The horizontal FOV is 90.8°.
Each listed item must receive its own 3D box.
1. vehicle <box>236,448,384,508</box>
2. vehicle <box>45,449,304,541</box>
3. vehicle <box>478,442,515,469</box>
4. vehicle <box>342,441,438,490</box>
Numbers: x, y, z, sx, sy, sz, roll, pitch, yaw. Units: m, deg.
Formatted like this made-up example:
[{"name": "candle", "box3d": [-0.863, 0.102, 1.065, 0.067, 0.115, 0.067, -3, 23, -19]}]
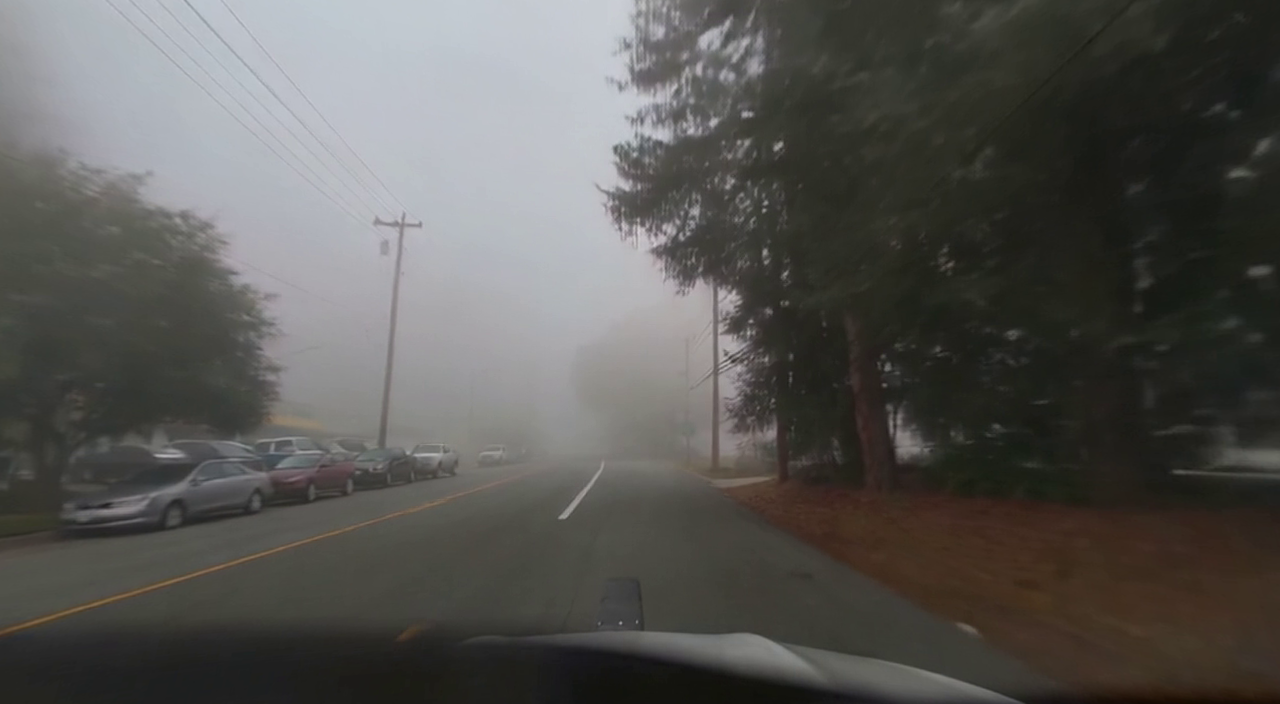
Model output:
[{"name": "vehicle", "box3d": [-9.216, 3.520, 18.204, 1.878, 1.471, 4.698, 0, -9, -2]}, {"name": "vehicle", "box3d": [-8.957, 2.729, 12.832, 1.939, 1.480, 4.632, 1, -9, -4]}, {"name": "vehicle", "box3d": [-10.604, 7.697, 47.145, 2.016, 1.872, 5.297, 1, -9, -6]}, {"name": "vehicle", "box3d": [-9.539, 4.351, 24.545, 2.027, 1.719, 4.575, 0, -9, -3]}]
